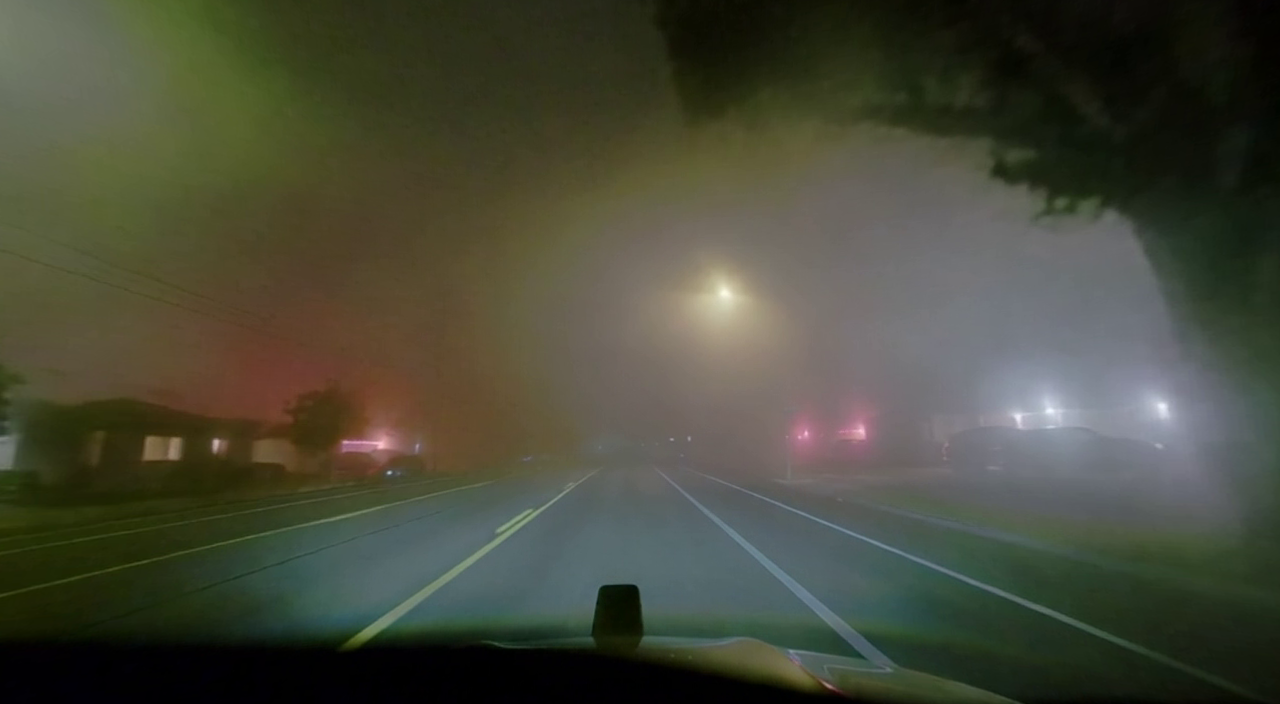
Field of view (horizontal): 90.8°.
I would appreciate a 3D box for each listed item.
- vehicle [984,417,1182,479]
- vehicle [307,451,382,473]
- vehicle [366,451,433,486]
[{"bbox_3d":[13.635,2.995,19.680,4.629,1.770,1.959,0,-9,-1],"label":"vehicle"},{"bbox_3d":[-21.501,7.998,46.113,4.491,1.467,1.861,0,-9,-4],"label":"vehicle"},{"bbox_3d":[-12.867,6.229,34.051,1.936,1.504,4.456,-2,-7,-1],"label":"vehicle"}]
